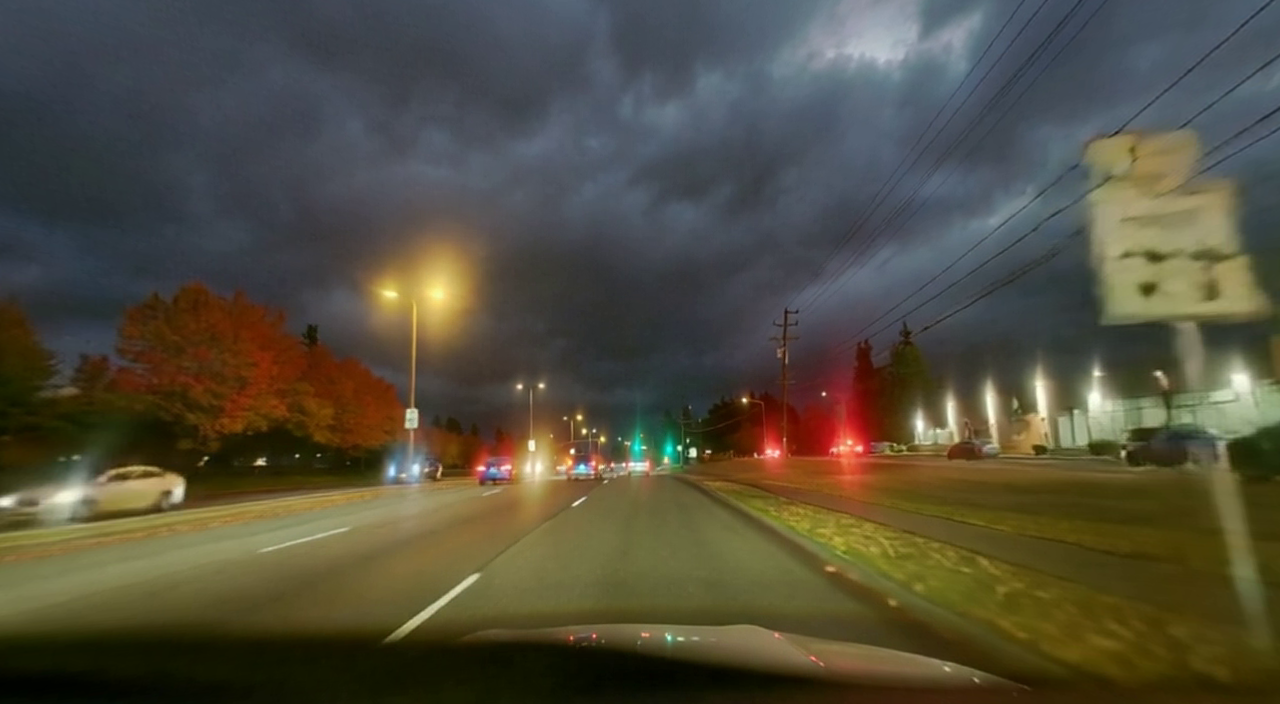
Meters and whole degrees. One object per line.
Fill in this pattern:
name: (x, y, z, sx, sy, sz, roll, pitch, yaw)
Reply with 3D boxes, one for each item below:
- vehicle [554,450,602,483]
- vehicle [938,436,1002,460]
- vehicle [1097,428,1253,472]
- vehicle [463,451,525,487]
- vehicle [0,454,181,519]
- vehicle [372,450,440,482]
vehicle: (-3.395, 6.354, 35.205, 2.085, 1.663, 4.513, 0, -8, 1)
vehicle: (22.053, 6.449, 42.308, 1.884, 1.532, 4.745, 0, -9, 3)
vehicle: (20.596, 3.785, 24.583, 1.941, 1.485, 4.755, 2, -8, 0)
vehicle: (-7.130, 5.725, 31.150, 1.932, 1.596, 4.247, 0, -8, 1)
vehicle: (-15.836, 3.691, 17.866, 1.969, 1.503, 4.797, 1, -8, 0)
vehicle: (-15.658, 7.646, 42.571, 2.276, 1.956, 5.850, 0, -8, 0)
